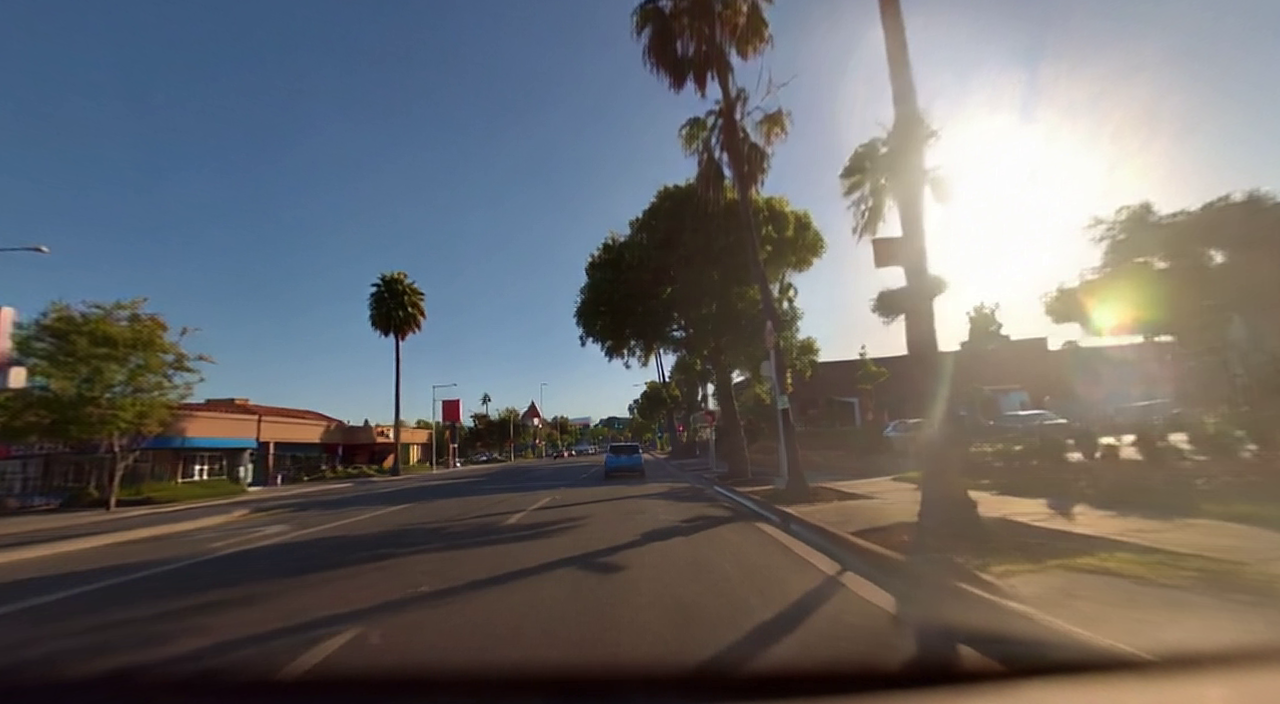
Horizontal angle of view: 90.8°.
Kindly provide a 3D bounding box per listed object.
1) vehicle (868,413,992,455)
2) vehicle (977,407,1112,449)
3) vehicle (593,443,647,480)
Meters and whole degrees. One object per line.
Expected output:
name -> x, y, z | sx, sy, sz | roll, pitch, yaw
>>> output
vehicle -> 12.533, 3.659, 27.618 | 1.873, 1.657, 4.557 | 5, -11, -30
vehicle -> 17.773, 3.433, 27.993 | 1.856, 1.665, 4.574 | 5, -10, -32
vehicle -> -0.837, 4.711, 27.530 | 2.156, 1.462, 4.495 | 0, -8, -1
